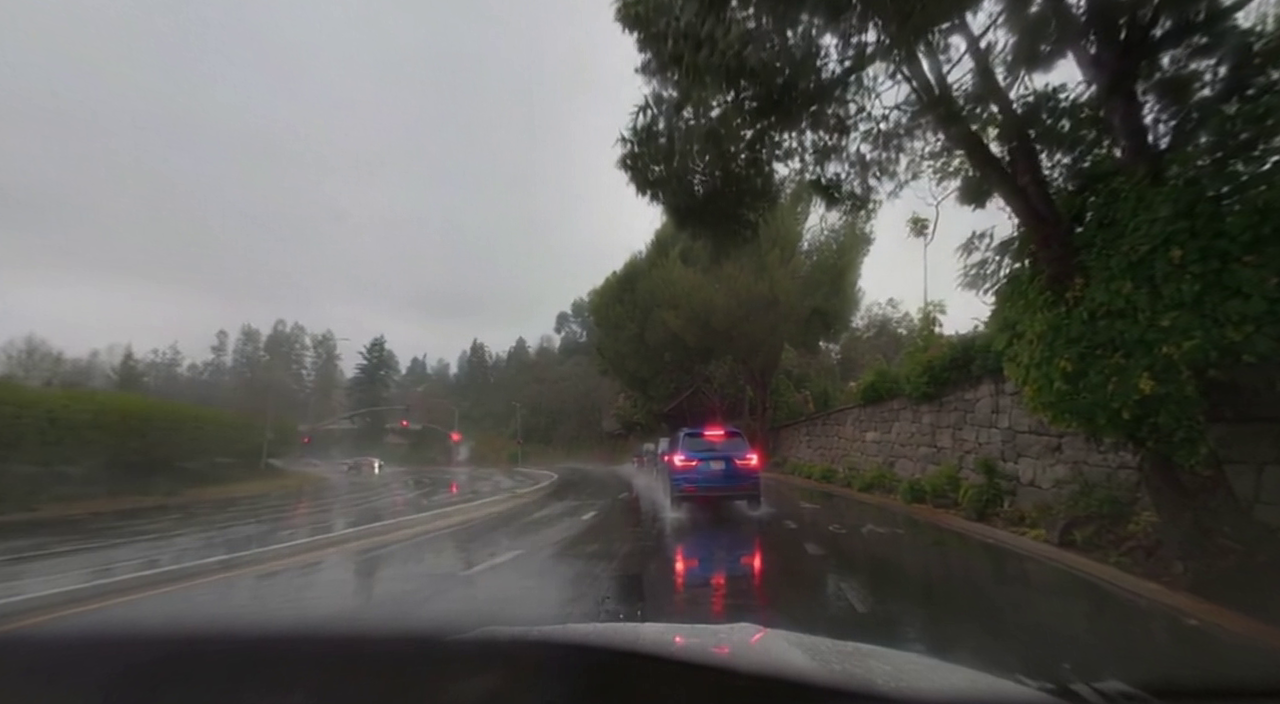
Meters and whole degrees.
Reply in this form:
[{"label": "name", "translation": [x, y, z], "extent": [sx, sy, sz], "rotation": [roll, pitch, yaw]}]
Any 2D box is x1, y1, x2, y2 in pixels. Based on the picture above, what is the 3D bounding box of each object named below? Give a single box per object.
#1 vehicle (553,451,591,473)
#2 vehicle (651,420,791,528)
[{"label": "vehicle", "translation": [-4.923, 7.864, 45.376], "extent": [2.023, 1.474, 4.286], "rotation": [2, -9, -15]}, {"label": "vehicle", "translation": [1.430, 2.330, 12.613], "extent": [2.287, 1.762, 4.269], "rotation": [0, -9, 3]}]
